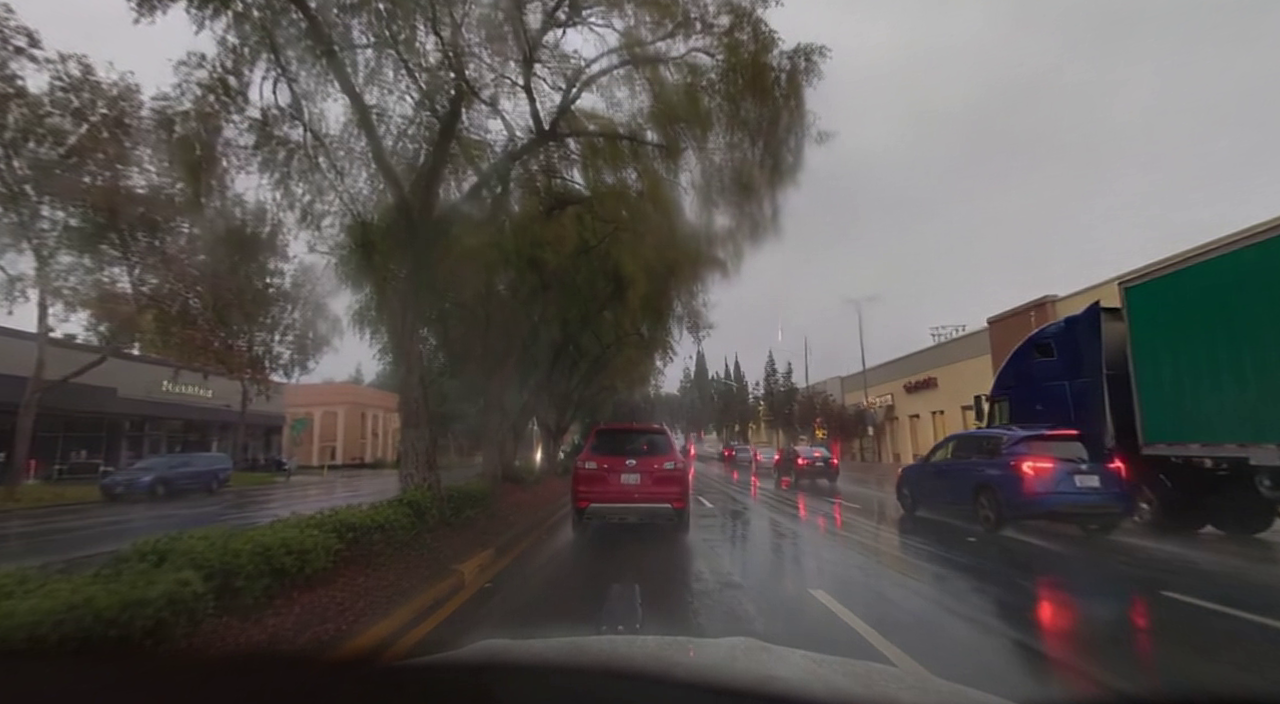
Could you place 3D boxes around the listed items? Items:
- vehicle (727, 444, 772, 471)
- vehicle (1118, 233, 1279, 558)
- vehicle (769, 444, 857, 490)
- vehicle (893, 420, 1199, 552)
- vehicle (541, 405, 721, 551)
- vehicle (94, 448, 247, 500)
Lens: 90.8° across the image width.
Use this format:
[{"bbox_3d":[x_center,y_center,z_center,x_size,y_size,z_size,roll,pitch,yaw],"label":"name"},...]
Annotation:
[{"bbox_3d":[6.552,6.336,38.170,1.914,1.523,4.287,0,-9,-1],"label":"vehicle"},{"bbox_3d":[9.959,-0.327,2.383,2.879,4.284,17.334,0,-9,0],"label":"vehicle"},{"bbox_3d":[6.401,4.270,23.922,2.035,1.553,4.465,0,-9,0],"label":"vehicle"},{"bbox_3d":[6.188,2.073,10.492,2.056,1.703,4.428,0,-9,-1],"label":"vehicle"},{"bbox_3d":[-0.140,1.943,10.352,2.320,1.880,4.192,0,-9,-1],"label":"vehicle"},{"bbox_3d":[-19.304,4.982,26.404,2.302,1.939,5.221,0,-9,1],"label":"vehicle"}]
